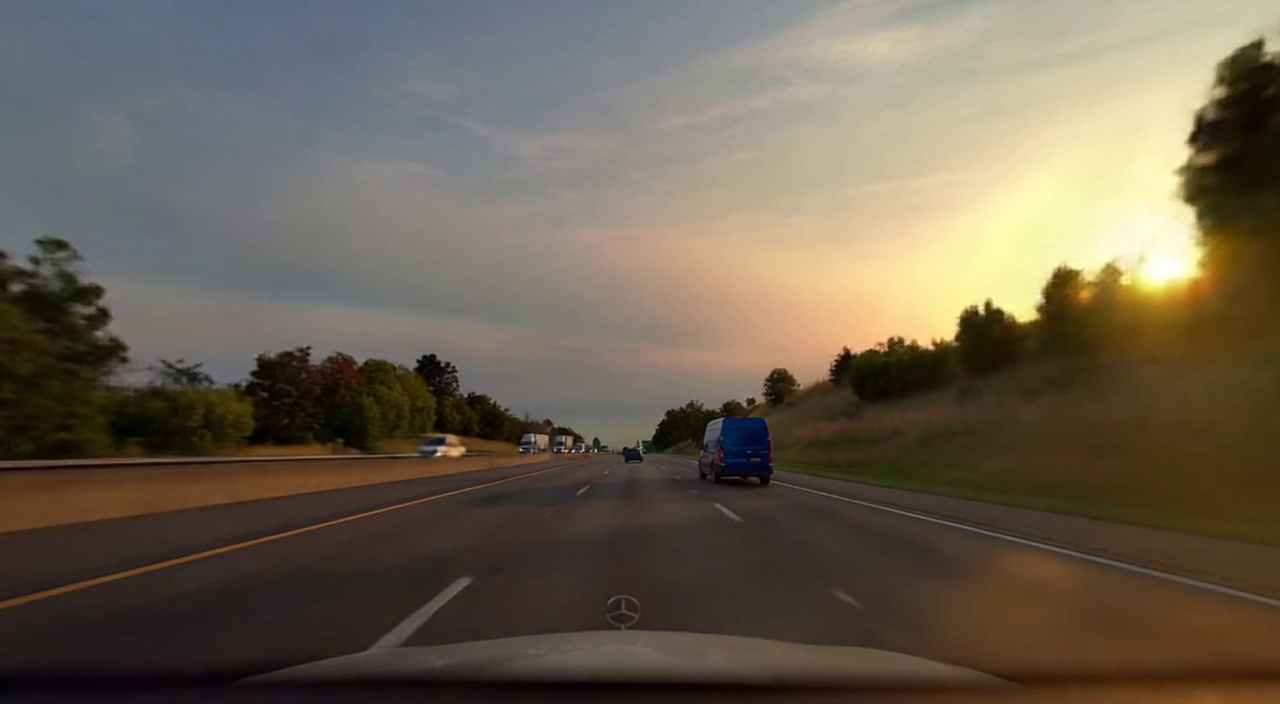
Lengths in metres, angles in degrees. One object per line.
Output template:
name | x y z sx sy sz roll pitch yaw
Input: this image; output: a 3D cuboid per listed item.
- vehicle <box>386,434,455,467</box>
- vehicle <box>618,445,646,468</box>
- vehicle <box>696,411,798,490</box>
vehicle | -12.096 5.477 35.176 2.051 1.706 4.868 0 -9 0
vehicle | -0.589 8.237 49.779 2.069 1.666 4.338 0 -9 0
vehicle | 3.753 3.703 23.787 2.552 2.524 6.630 0 -9 -1
